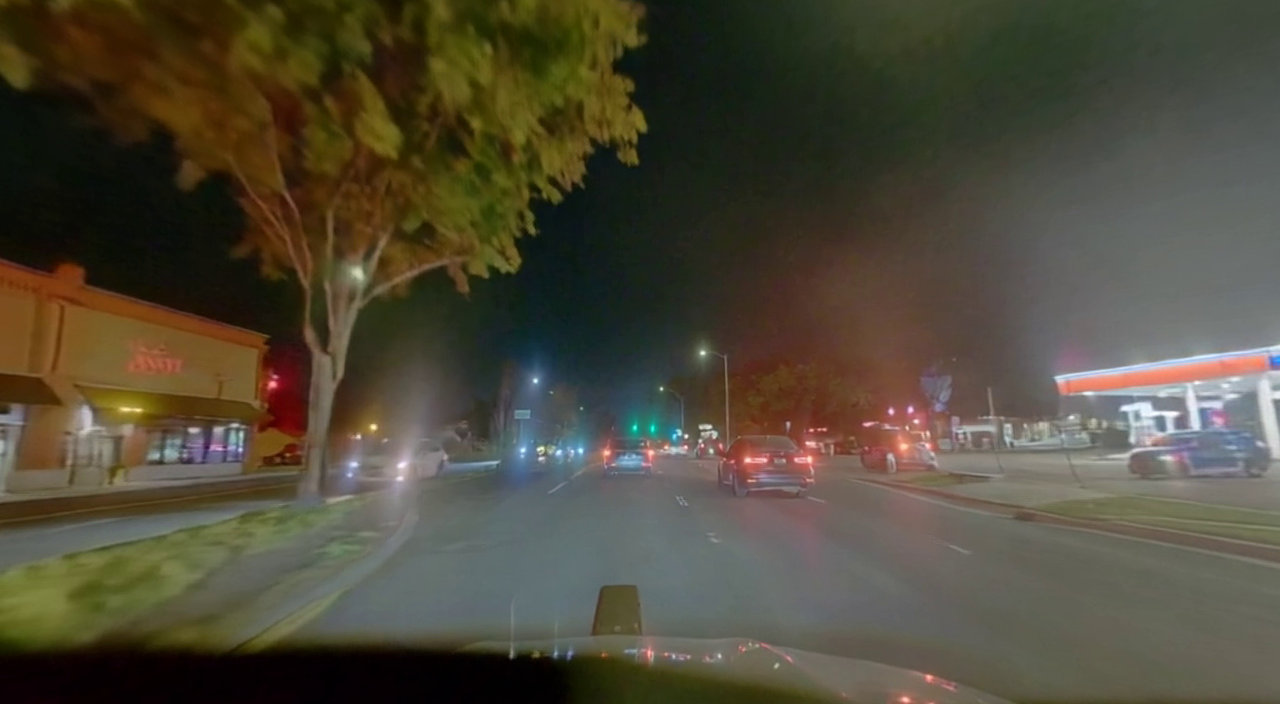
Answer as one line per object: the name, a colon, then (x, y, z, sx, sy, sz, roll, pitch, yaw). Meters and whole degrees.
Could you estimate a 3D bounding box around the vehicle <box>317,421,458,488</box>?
vehicle: (-8.257, 3.428, 21.491, 2.320, 1.949, 5.755, 0, -8, 1)

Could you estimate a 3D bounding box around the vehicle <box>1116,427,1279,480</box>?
vehicle: (17.521, 3.158, 19.895, 1.772, 1.478, 4.381, 0, -8, 2)

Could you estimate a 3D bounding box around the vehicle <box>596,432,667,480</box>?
vehicle: (-0.282, 3.581, 22.097, 2.232, 1.508, 4.319, 0, -8, -1)

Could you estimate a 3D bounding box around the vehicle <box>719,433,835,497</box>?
vehicle: (3.454, 2.927, 16.859, 2.060, 1.471, 4.168, 0, -8, -1)

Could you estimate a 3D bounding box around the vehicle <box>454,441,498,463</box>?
vehicle: (-11.653, 7.124, 45.166, 1.919, 1.497, 4.565, 0, -8, 0)

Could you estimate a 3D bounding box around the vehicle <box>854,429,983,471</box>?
vehicle: (11.401, 4.026, 26.115, 4.291, 1.652, 2.122, 1, -8, -7)

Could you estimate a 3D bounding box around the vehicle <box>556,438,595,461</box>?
vehicle: (-4.415, 6.709, 43.745, 2.129, 1.459, 4.358, 0, -8, 2)

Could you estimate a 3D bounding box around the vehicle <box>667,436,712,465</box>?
vehicle: (2.732, 5.539, 35.773, 2.098, 1.527, 3.966, 0, -8, -2)
